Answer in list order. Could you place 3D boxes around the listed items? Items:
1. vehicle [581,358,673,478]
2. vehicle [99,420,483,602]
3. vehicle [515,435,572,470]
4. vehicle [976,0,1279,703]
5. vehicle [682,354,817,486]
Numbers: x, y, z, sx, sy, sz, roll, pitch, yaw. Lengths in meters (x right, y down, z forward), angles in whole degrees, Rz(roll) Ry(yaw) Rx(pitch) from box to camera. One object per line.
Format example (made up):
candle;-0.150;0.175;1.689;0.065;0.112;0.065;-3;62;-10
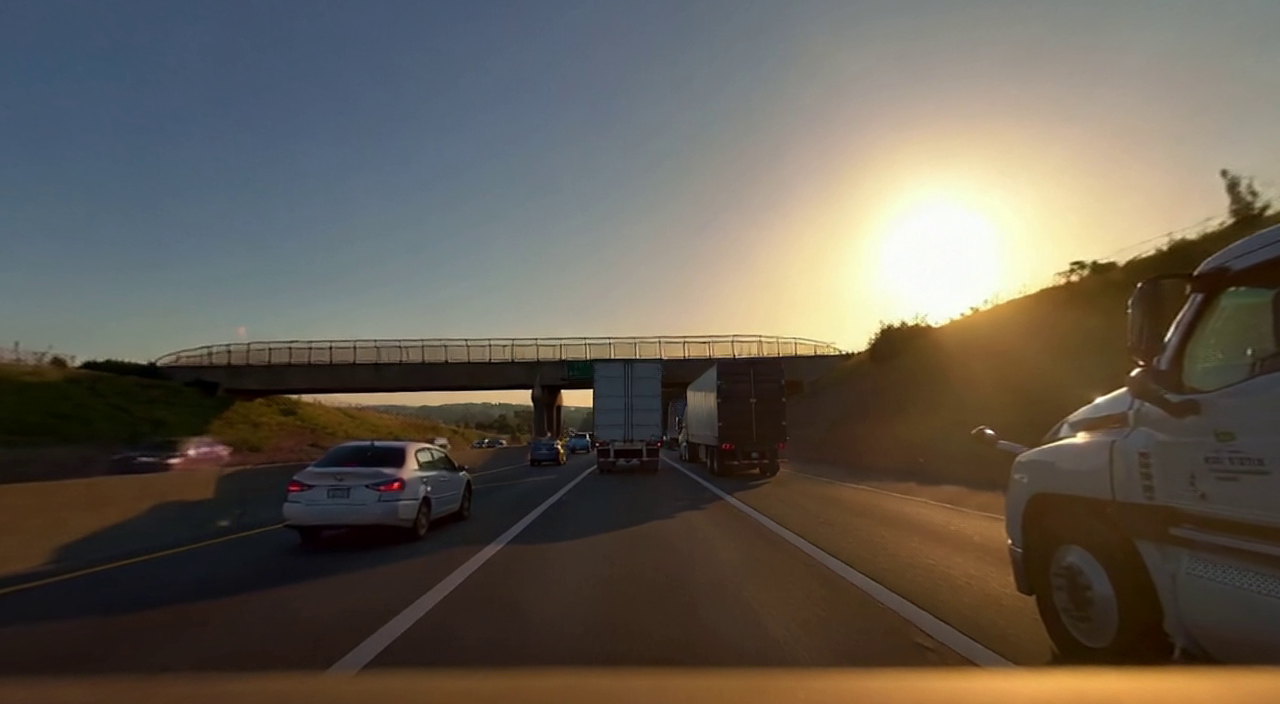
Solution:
vehicle;-0.501;2.938;26.742;3.090;4.065;10.702;0;-8;-1
vehicle;-3.420;1.611;7.496;1.894;1.460;4.662;0;-8;0
vehicle;-4.384;4.615;29.231;2.049;1.483;3.786;0;-8;-1
vehicle;3.935;-0.483;1.237;3.074;3.896;5.910;0;-8;-1
vehicle;3.615;2.757;24.406;2.817;3.886;11.491;0;-8;-2
